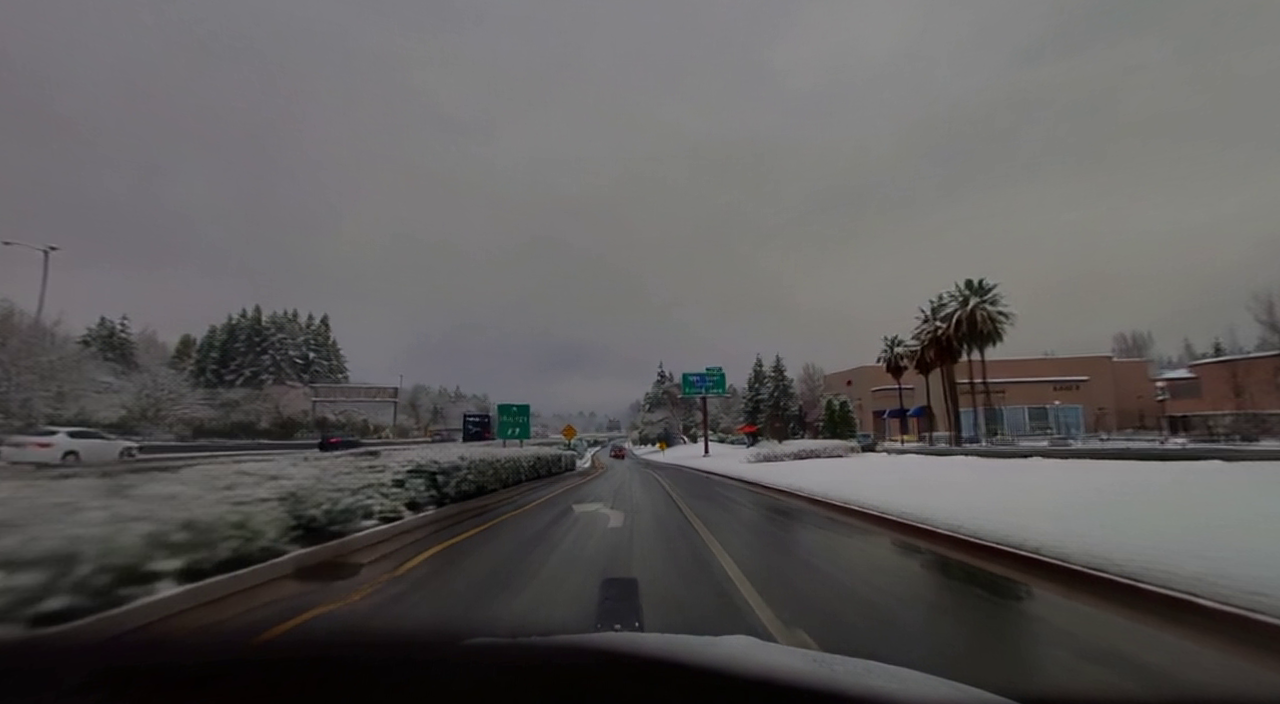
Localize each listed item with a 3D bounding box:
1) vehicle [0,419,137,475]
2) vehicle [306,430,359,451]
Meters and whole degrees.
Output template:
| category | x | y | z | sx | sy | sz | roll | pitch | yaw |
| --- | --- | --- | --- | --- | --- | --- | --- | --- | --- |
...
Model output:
| category | x | y | z | sx | sy | sz | roll | pitch | yaw |
| --- | --- | --- | --- | --- | --- | --- | --- | --- | --- |
| vehicle | -17.717 | 2.822 | 18.722 | 1.931 | 1.451 | 4.683 | 0 | -9 | -3 |
| vehicle | -23.368 | 6.750 | 48.228 | 1.933 | 1.496 | 4.516 | 0 | -9 | -2 |
